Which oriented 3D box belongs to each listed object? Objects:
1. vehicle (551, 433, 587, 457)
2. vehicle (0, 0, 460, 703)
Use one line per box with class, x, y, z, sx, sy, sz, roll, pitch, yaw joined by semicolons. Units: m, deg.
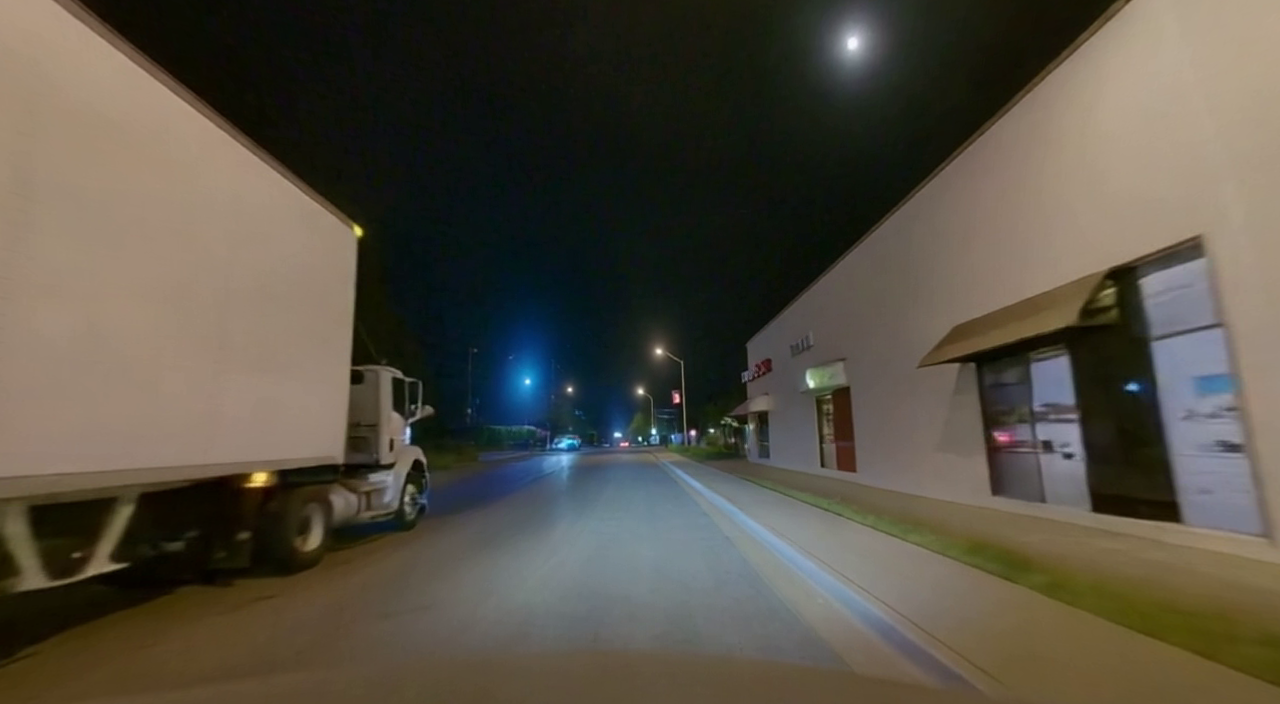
vehicle;-5.170;6.844;46.445;2.079;1.664;4.370;0;-8;1
vehicle;-4.772;-0.350;3.677;2.976;4.754;15.127;-1;-7;0
